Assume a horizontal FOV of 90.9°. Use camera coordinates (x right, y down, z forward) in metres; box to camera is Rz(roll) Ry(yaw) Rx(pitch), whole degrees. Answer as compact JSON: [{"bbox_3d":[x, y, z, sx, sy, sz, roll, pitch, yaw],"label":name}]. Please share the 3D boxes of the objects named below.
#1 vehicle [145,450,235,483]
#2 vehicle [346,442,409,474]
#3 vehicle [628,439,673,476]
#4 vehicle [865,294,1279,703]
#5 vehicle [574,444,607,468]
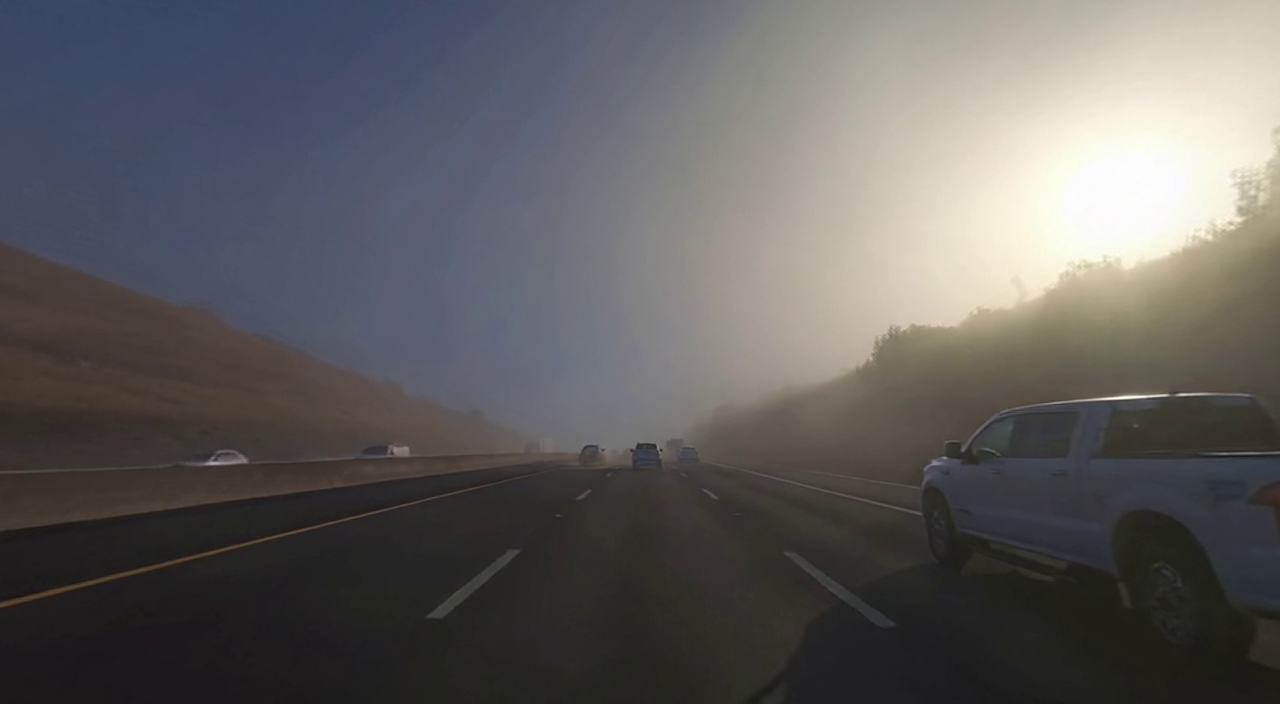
[{"bbox_3d":[-19.225,4.885,27.098,1.455,1.316,3.206,0,-8,1],"label":"vehicle"},{"bbox_3d":[-12.407,5.001,29.959,1.471,1.394,3.294,0,-8,2],"label":"vehicle"},{"bbox_3d":[0.478,5.199,31.327,2.086,1.685,4.206,0,-8,0],"label":"vehicle"},{"bbox_3d":[4.202,1.047,4.901,2.700,1.980,5.866,0,-8,0],"label":"vehicle"},{"bbox_3d":[-3.573,7.565,46.154,2.076,1.690,4.113,0,-8,1],"label":"vehicle"}]
